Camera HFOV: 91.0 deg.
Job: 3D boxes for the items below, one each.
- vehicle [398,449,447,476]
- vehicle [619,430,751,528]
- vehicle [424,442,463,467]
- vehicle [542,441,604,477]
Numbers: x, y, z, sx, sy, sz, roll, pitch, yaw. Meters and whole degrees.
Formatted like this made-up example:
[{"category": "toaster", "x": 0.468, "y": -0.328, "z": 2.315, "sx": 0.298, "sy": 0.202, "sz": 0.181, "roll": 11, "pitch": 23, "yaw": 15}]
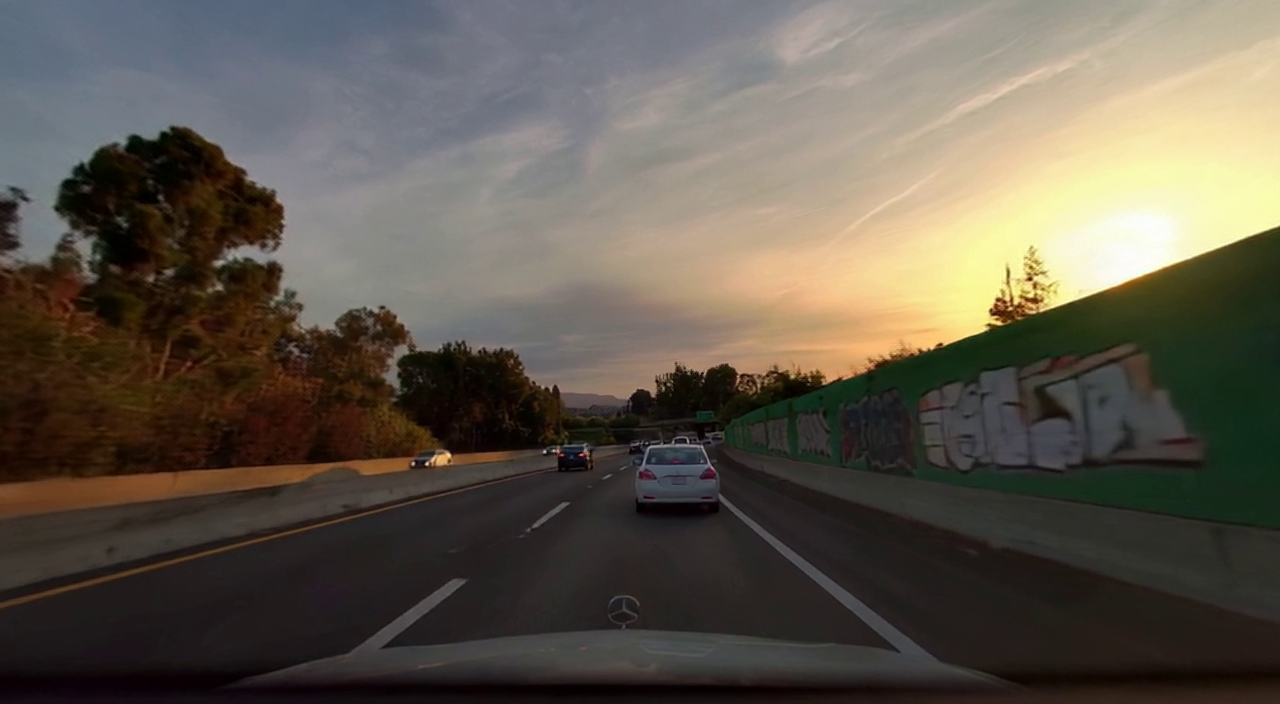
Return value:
[{"category": "vehicle", "x": -15.220, "y": 7.718, "z": 44.229, "sx": 1.910, "sy": 1.820, "sz": 4.007, "roll": 0, "pitch": -8, "yaw": 1}, {"category": "vehicle", "x": 0.744, "y": 2.297, "z": 11.936, "sx": 2.077, "sy": 1.533, "sz": 3.854, "roll": 0, "pitch": -8, "yaw": 1}, {"category": "vehicle", "x": -15.128, "y": 7.871, "z": 48.612, "sx": 1.831, "sy": 1.837, "sz": 3.199, "roll": -1, "pitch": -9, "yaw": 3}, {"category": "vehicle", "x": -2.861, "y": 4.692, "z": 27.869, "sx": 2.059, "sy": 1.471, "sz": 4.152, "roll": -1, "pitch": -8, "yaw": 3}]
